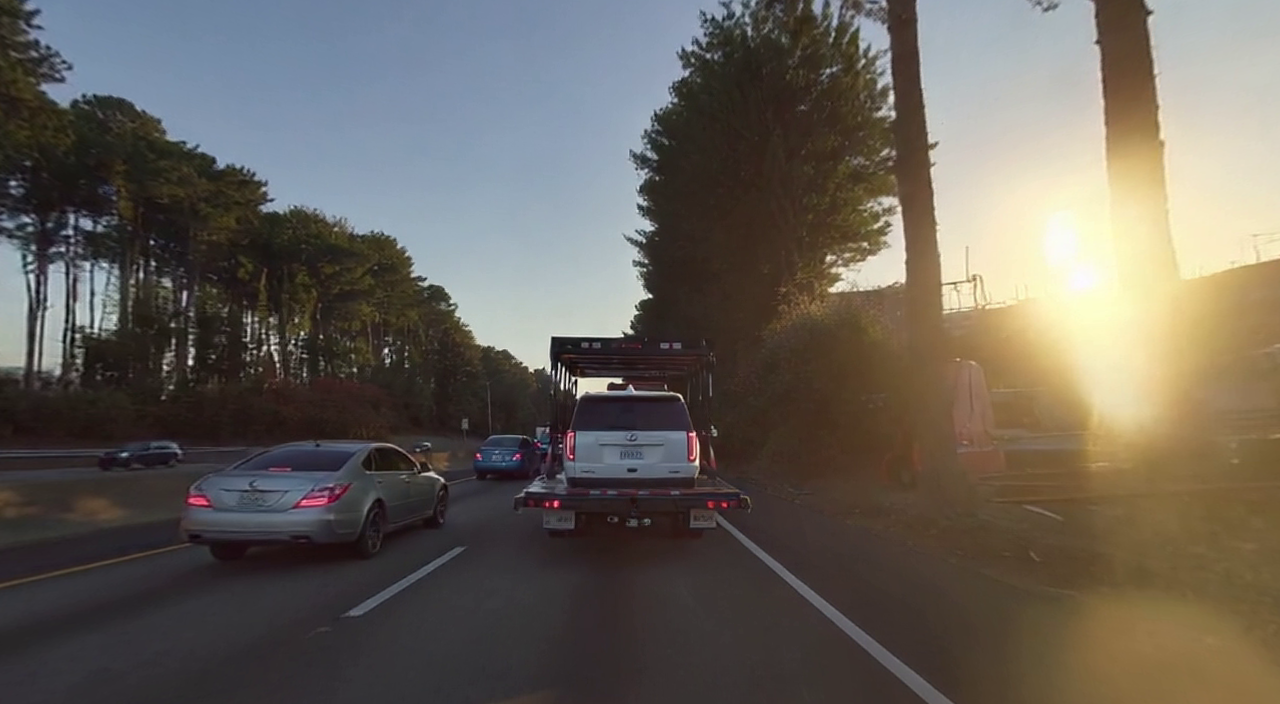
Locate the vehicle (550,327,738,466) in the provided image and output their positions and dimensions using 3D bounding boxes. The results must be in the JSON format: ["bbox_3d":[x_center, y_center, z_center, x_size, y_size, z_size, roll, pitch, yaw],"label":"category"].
[{"bbox_3d":[-0.095,0.856,9.679,2.156,1.604,4.680,1,-9,-4],"label":"vehicle"}]

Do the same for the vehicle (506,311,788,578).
[{"bbox_3d":[-0.218,1.674,11.438,2.735,2.597,10.435,1,-9,-3],"label":"vehicle"}]

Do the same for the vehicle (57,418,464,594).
[{"bbox_3d":[-4.002,1.711,8.040,2.155,1.513,4.964,0,-9,-1],"label":"vehicle"}]
